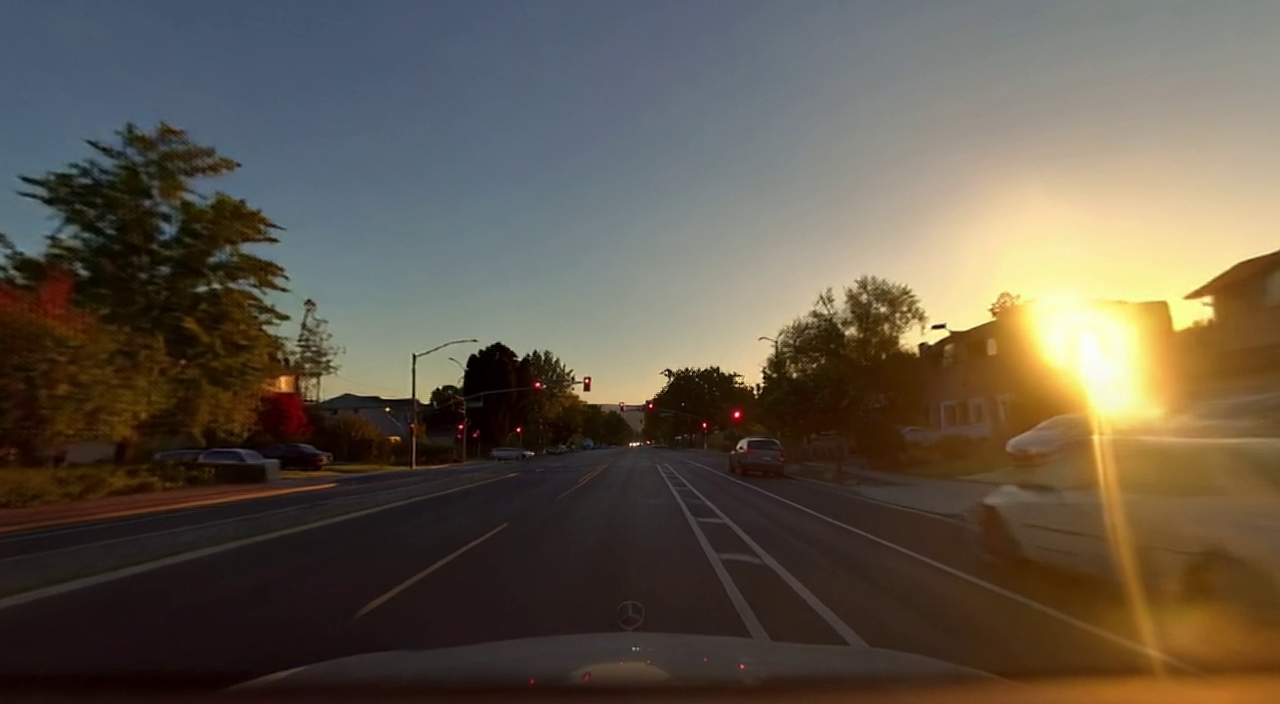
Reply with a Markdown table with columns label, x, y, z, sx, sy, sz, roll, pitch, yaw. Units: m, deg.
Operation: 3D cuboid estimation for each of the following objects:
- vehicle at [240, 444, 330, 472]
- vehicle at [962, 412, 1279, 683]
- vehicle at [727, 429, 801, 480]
| label | x | y | z | sx | sy | sz | roll | pitch | yaw |
| --- | --- | --- | --- | --- | --- | --- | --- | --- | --- |
| vehicle | -22.000 | 6.569 | 39.214 | 4.334 | 1.668 | 2.069 | 0 | -8 | 1 |
| vehicle | 4.579 | 1.239 | 4.531 | 2.003 | 1.481 | 5.054 | 0 | -8 | 2 |
| vehicle | 4.882 | 4.107 | 25.468 | 2.170 | 1.869 | 4.594 | 0 | -8 | 2 |
